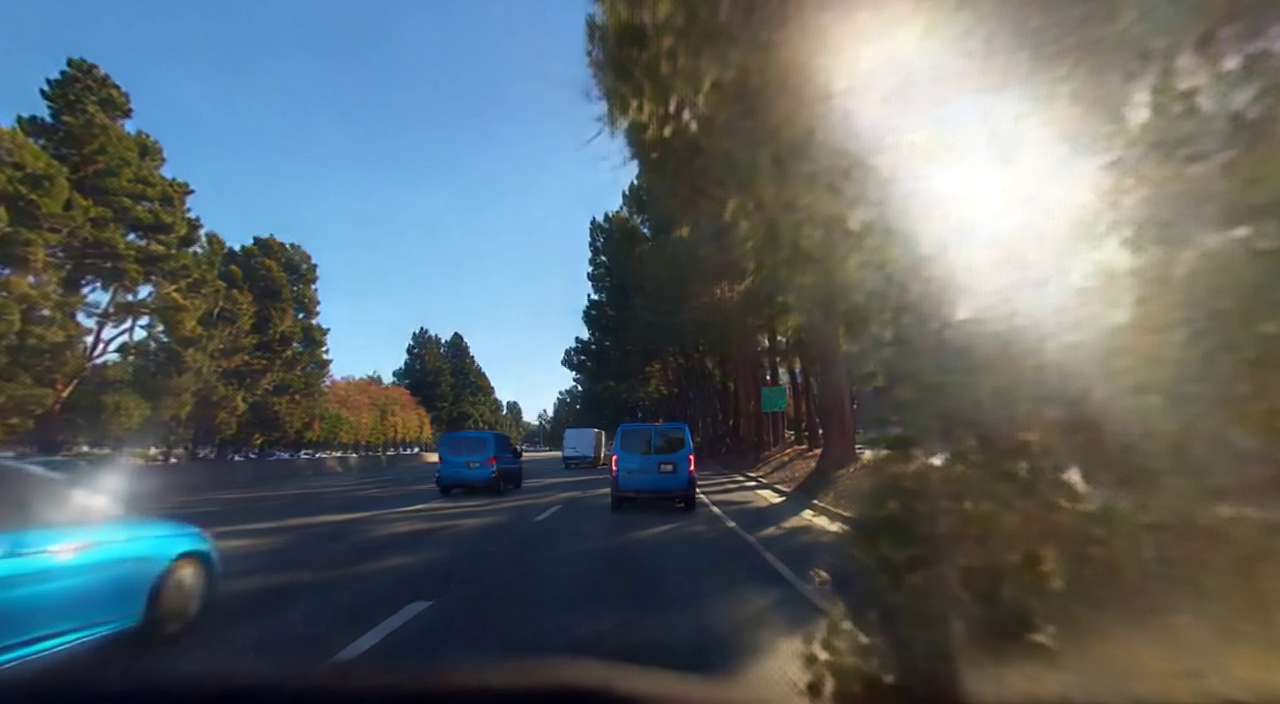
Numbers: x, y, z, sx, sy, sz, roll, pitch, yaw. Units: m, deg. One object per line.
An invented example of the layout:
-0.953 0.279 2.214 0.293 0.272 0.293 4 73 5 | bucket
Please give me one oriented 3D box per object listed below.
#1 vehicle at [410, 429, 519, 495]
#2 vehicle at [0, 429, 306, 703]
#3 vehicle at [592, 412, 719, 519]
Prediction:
-5.078 3.271 19.097 2.116 1.714 4.757 0 -9 -2 | vehicle
-4.079 1.141 3.243 1.991 1.459 4.813 0 -9 2 | vehicle
0.323 2.278 13.040 2.173 1.830 4.189 0 -9 2 | vehicle
